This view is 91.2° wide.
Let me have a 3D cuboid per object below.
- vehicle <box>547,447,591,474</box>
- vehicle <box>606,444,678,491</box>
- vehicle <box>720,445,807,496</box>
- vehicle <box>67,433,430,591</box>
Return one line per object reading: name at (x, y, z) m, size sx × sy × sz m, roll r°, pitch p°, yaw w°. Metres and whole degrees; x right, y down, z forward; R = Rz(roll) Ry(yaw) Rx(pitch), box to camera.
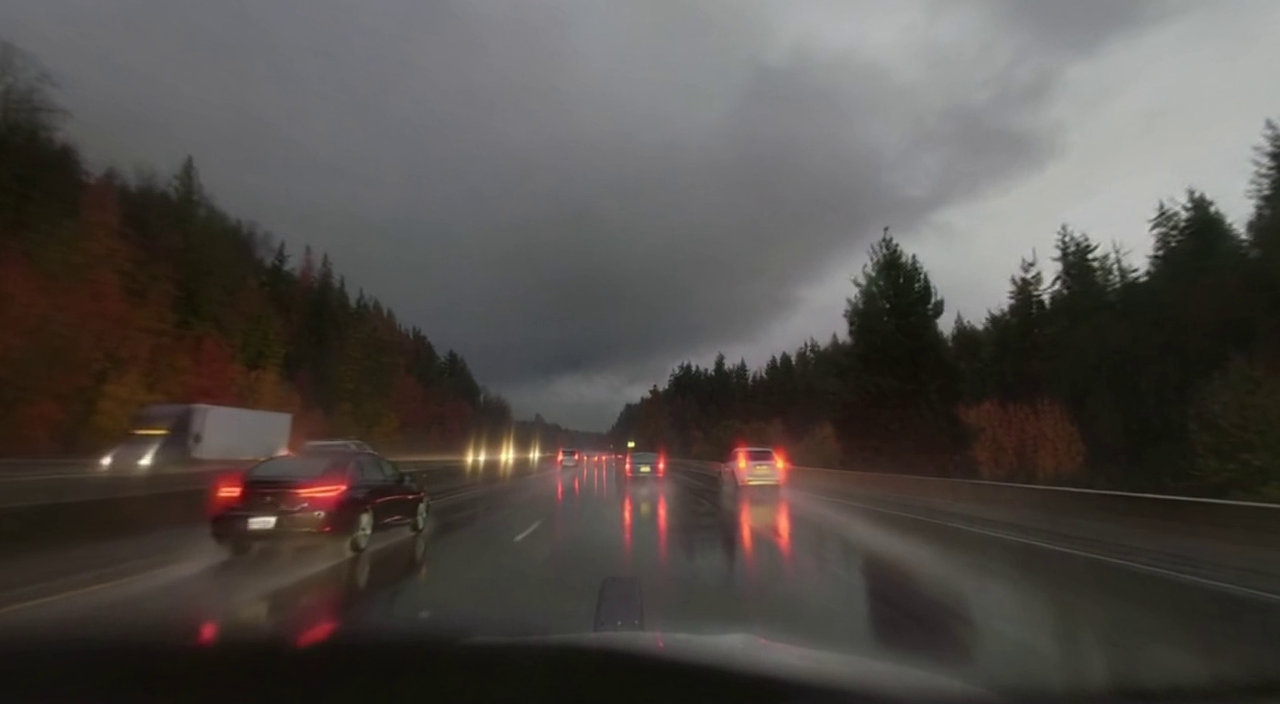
vehicle at (-4.746, 7.387, 42.819) m, size 2.545 × 1.679 × 4.267 m, roll 0°, pitch -9°, yaw -1°
vehicle at (0.034, 4.569, 25.126) m, size 2.634 × 1.679 × 4.070 m, roll 0°, pitch -9°, yaw -1°
vehicle at (4.120, 4.033, 21.757) m, size 2.035 × 1.571 × 4.413 m, roll 0°, pitch -9°, yaw -1°
vehicle at (-4.416, 1.839, 8.062) m, size 2.017 × 1.469 × 4.113 m, roll 0°, pitch -9°, yaw -1°
